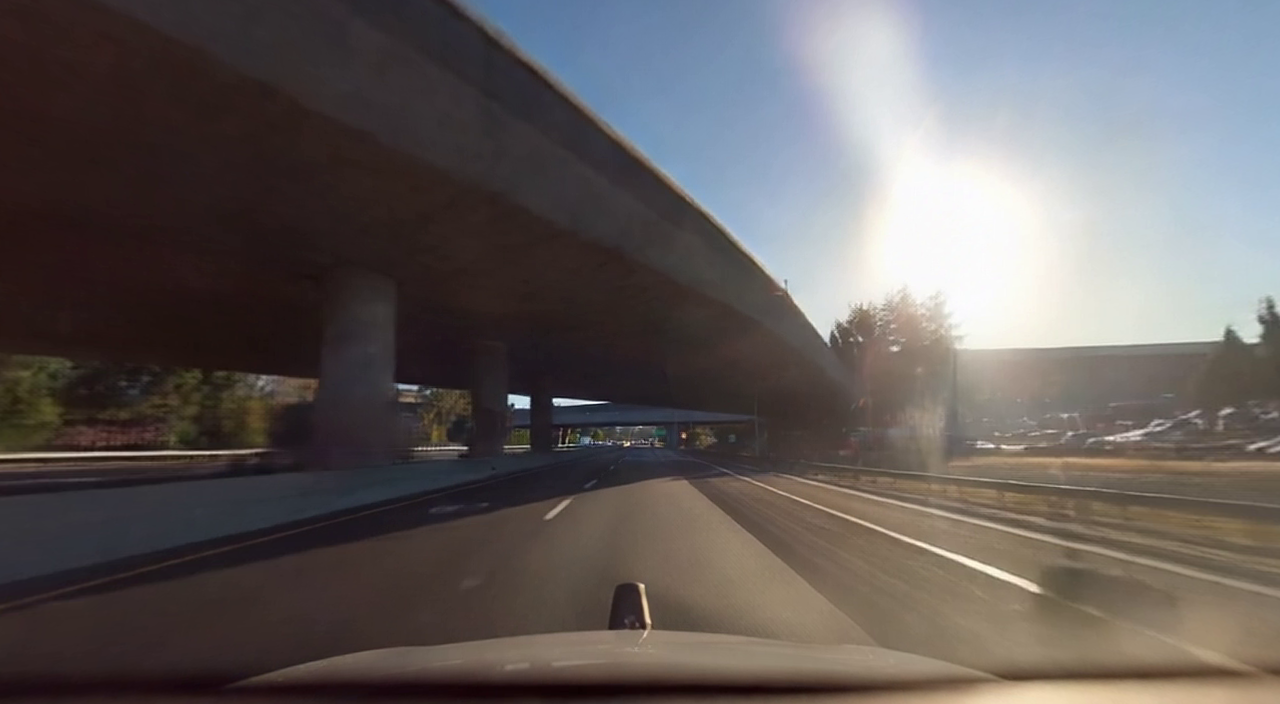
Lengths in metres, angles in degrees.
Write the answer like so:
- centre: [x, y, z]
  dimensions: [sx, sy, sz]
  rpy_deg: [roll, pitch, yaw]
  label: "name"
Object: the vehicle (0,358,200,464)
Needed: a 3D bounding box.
- centre: [-24.668, 2.438, 24.865]
  dimensions: [2.859, 3.828, 16.484]
  rpy_deg: [0, -9, -1]
  label: "vehicle"
